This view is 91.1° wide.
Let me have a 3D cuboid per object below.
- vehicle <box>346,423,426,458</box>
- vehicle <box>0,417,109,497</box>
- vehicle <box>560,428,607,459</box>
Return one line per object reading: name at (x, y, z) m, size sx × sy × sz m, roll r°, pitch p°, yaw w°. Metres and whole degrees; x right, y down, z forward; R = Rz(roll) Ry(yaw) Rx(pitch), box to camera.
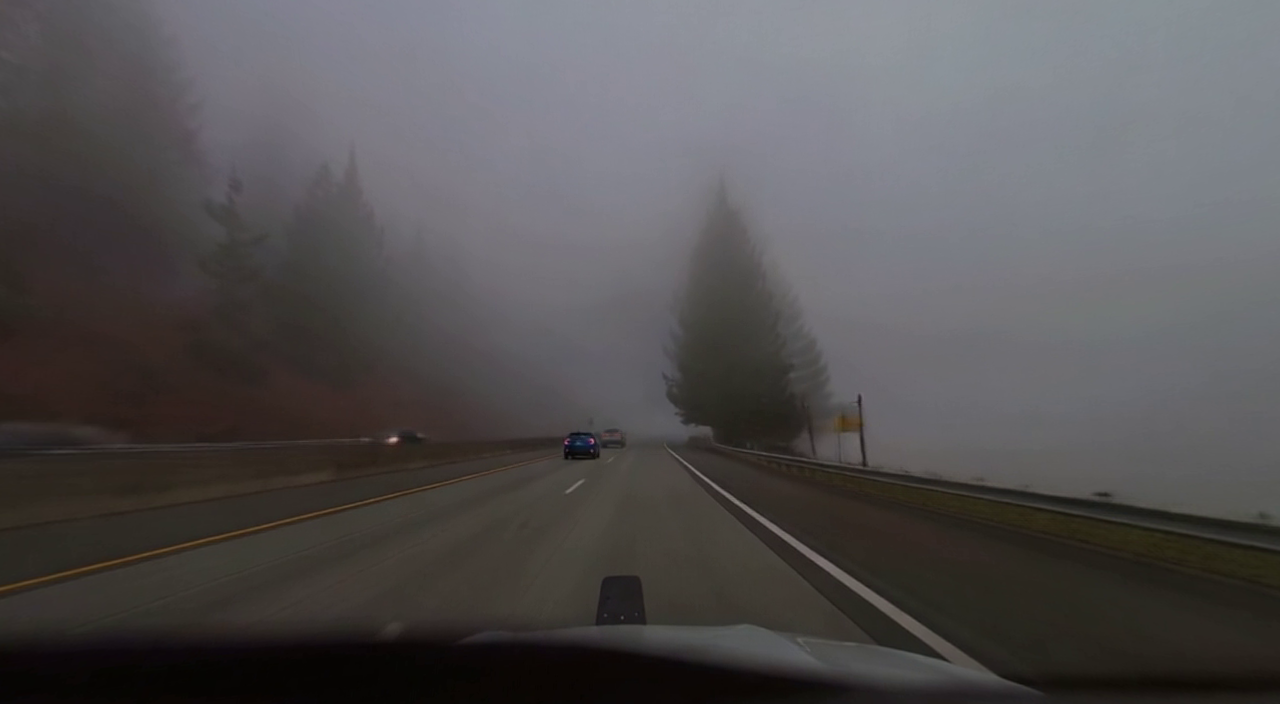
vehicle at (-12.989, 4.565, 32.429) m, size 2.069 × 1.653 × 4.654 m, roll 0°, pitch -8°, yaw 1°
vehicle at (-13.413, 2.098, 12.566) m, size 1.939 × 1.524 × 4.056 m, roll 0°, pitch -8°, yaw 1°
vehicle at (-3.026, 5.086, 34.756) m, size 2.053 × 1.589 × 4.671 m, roll 0°, pitch -8°, yaw 2°
